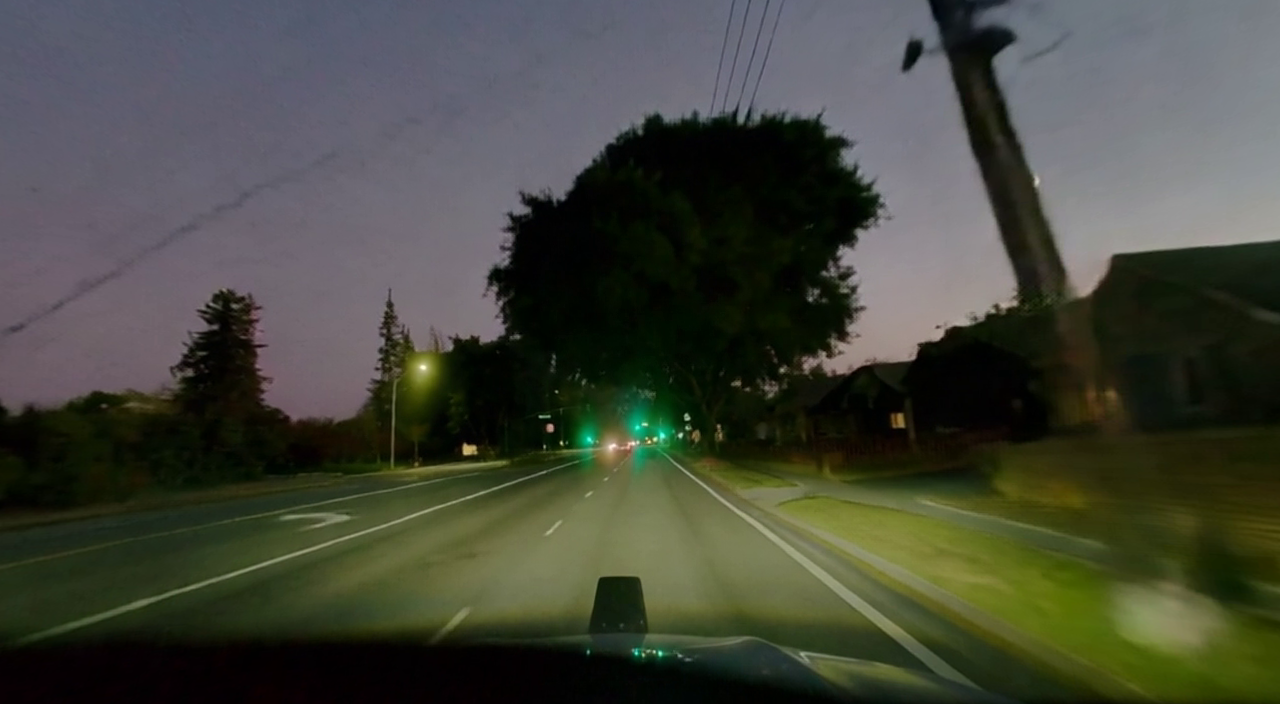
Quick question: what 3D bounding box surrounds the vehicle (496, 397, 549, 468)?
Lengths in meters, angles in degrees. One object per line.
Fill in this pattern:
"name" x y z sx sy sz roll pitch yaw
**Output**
"vehicle" -6.603 4.580 35.794 2.365 3.642 3.374 -4 -8 -4
